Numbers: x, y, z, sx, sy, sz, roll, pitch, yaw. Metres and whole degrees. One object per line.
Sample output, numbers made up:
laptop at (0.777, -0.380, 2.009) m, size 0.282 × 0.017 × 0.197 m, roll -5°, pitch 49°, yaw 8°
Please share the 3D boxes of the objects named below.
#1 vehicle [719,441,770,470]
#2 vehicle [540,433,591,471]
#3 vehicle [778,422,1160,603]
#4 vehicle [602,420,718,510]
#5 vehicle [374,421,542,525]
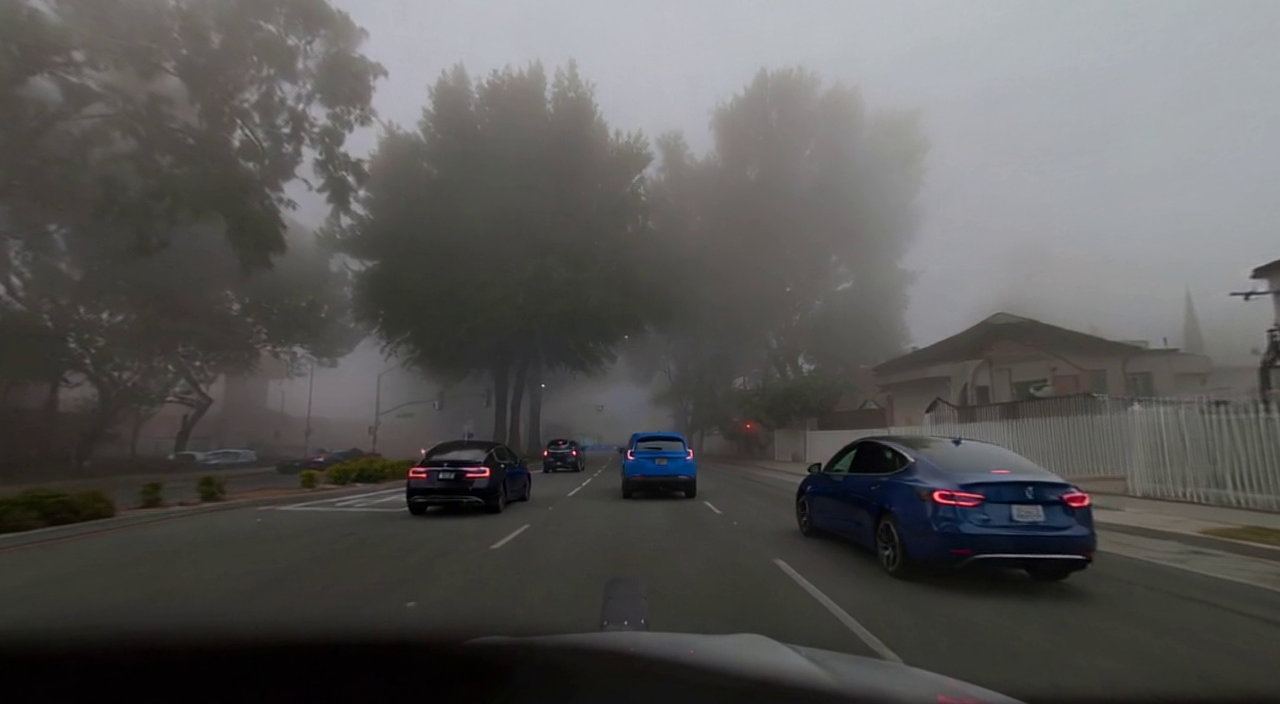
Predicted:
vehicle at (5.781, 5.787, 35.426) m, size 2.010 × 1.486 × 4.498 m, roll 0°, pitch -8°, yaw -1°
vehicle at (-3.589, 4.897, 31.028) m, size 2.014 × 1.755 × 4.360 m, roll 0°, pitch -8°, yaw 0°
vehicle at (3.264, 1.683, 7.620) m, size 2.017 × 1.491 × 4.611 m, roll 0°, pitch -8°, yaw -2°
vehicle at (0.301, 2.536, 14.597) m, size 2.280 × 1.747 × 4.361 m, roll 0°, pitch -8°, yaw -2°
vehicle at (-3.371, 2.348, 12.797) m, size 2.043 × 1.687 × 4.676 m, roll 0°, pitch -8°, yaw -1°
